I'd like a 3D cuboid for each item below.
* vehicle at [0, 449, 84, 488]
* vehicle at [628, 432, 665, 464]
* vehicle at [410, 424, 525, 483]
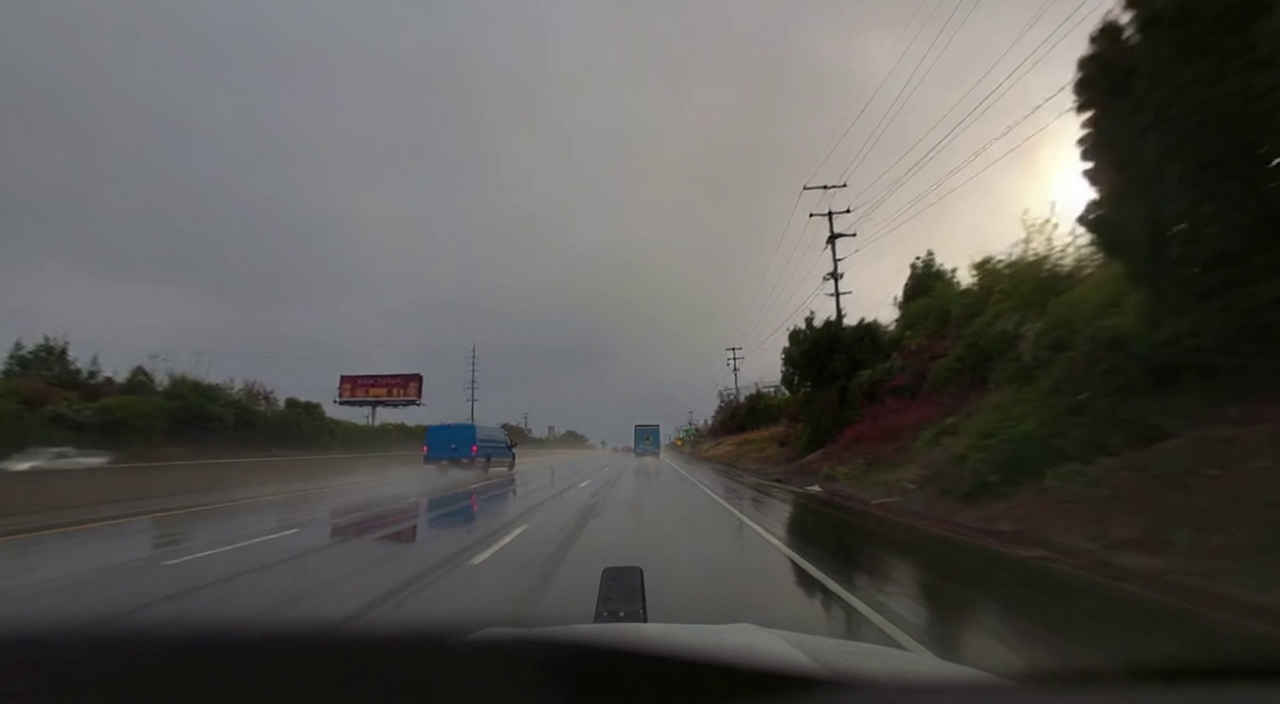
[{"bbox_3d":[-28.798,5.305,28.791,2.036,1.669,4.926,0,-8,0],"label":"vehicle"},{"bbox_3d":[0.494,7.341,48.169,2.692,2.279,5.695,0,-8,1],"label":"vehicle"},{"bbox_3d":[-6.824,4.142,26.001,2.695,2.084,6.836,-1,-8,1],"label":"vehicle"}]
